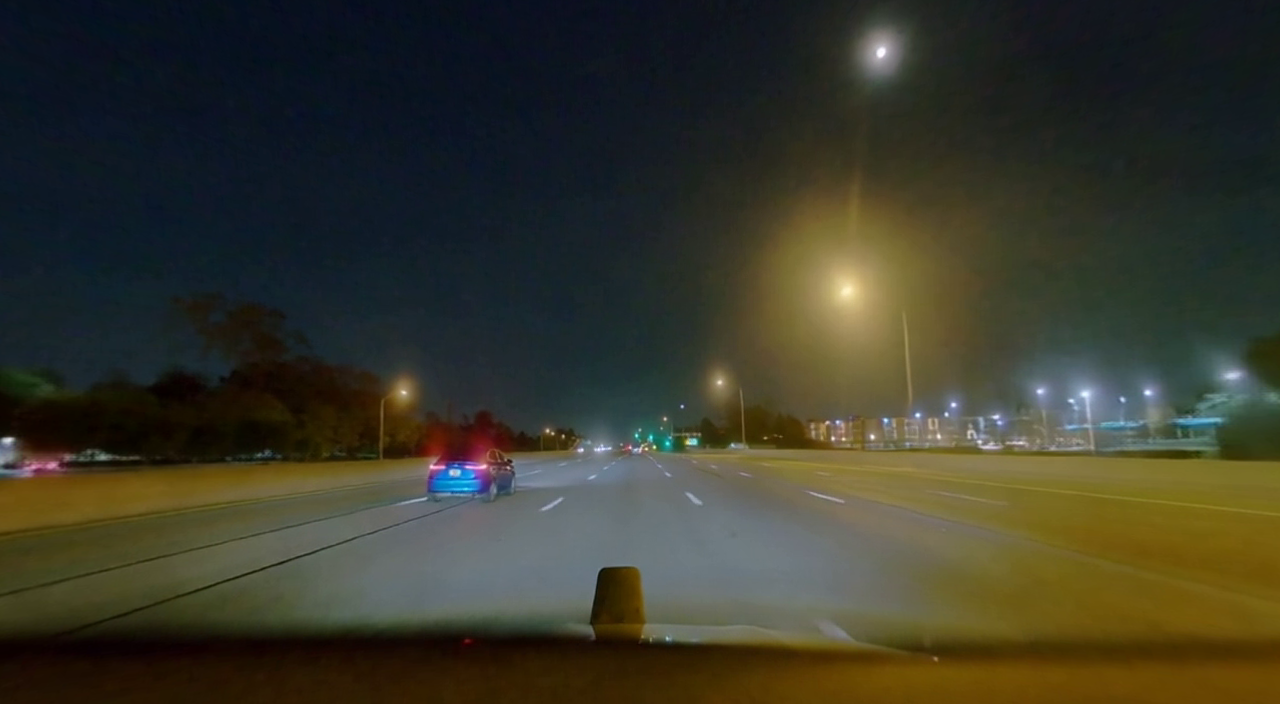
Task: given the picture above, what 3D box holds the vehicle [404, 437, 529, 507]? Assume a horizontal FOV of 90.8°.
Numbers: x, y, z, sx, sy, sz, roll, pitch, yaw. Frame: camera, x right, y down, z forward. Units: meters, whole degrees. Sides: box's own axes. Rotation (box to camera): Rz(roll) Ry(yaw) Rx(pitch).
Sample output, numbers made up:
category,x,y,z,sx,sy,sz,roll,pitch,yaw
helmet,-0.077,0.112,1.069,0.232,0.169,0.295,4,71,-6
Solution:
category,x,y,z,sx,sy,sz,roll,pitch,yaw
vehicle,-4.168,2.951,16.018,1.900,1.492,4.495,0,-8,0
